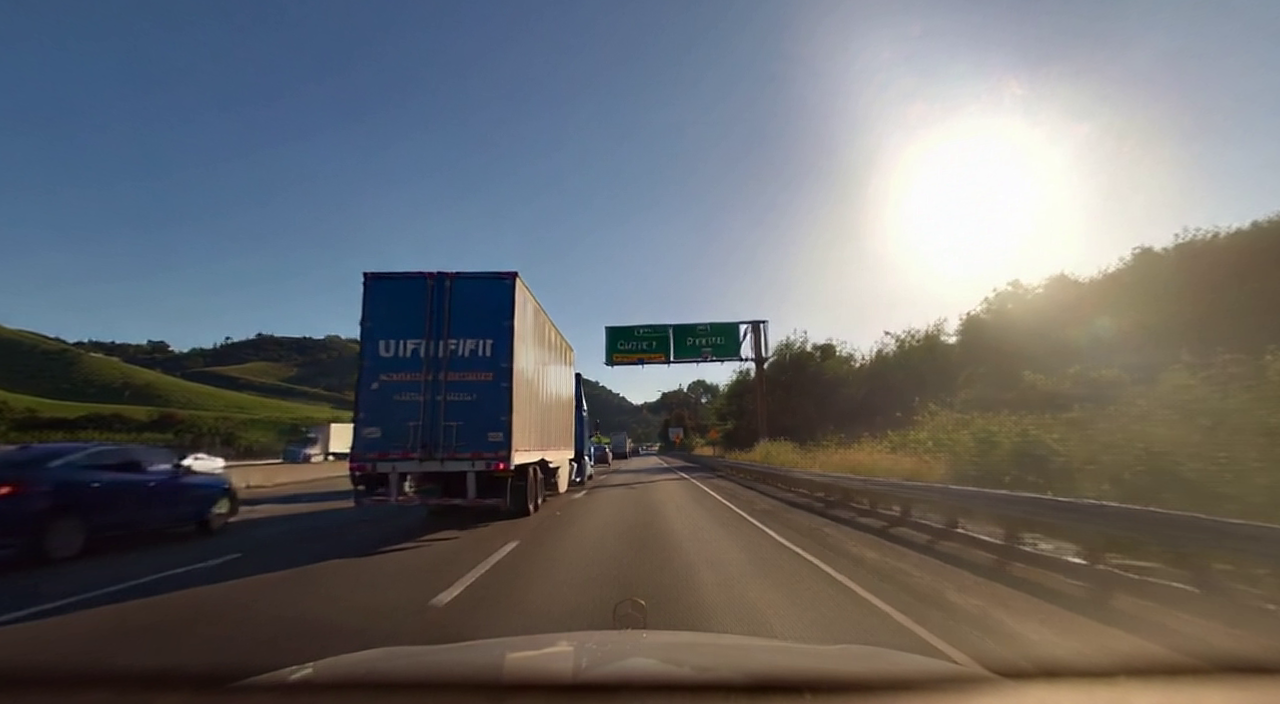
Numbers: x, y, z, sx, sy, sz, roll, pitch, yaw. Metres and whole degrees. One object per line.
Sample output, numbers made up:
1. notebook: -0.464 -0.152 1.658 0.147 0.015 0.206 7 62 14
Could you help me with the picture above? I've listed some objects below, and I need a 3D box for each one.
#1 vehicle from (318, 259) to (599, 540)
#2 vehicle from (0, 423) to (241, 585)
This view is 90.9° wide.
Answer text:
1. vehicle: -3.253 1.843 17.796 3.202 4.352 16.251 0 -8 0
2. vehicle: -7.396 1.751 7.844 1.949 1.604 4.456 0 -8 0
